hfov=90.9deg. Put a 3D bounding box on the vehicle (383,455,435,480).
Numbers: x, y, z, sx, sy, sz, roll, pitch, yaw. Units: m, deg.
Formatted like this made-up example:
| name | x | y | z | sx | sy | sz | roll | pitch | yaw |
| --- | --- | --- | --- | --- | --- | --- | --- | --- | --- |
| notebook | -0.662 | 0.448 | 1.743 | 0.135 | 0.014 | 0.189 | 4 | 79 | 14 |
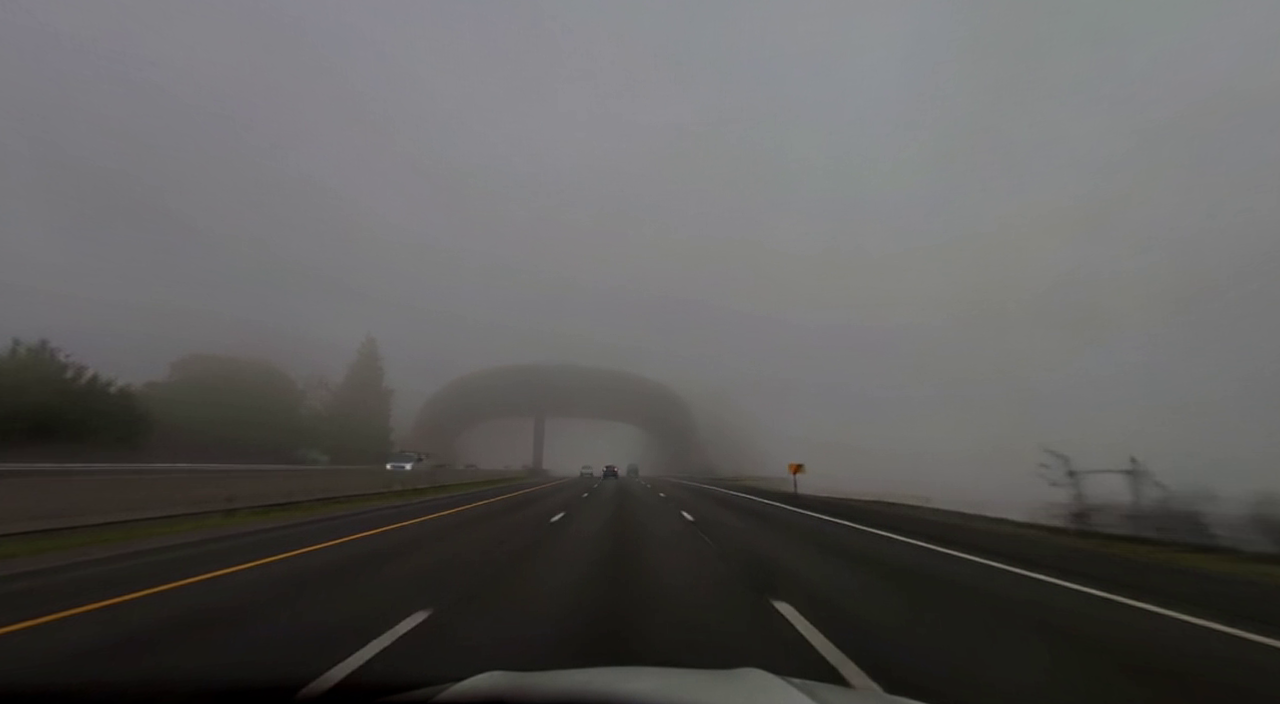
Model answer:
| name | x | y | z | sx | sy | sz | roll | pitch | yaw |
| --- | --- | --- | --- | --- | --- | --- | --- | --- | --- |
| vehicle | -17.317 | 8.731 | 47.537 | 2.078 | 1.771 | 5.233 | 1 | -10 | -2 |
